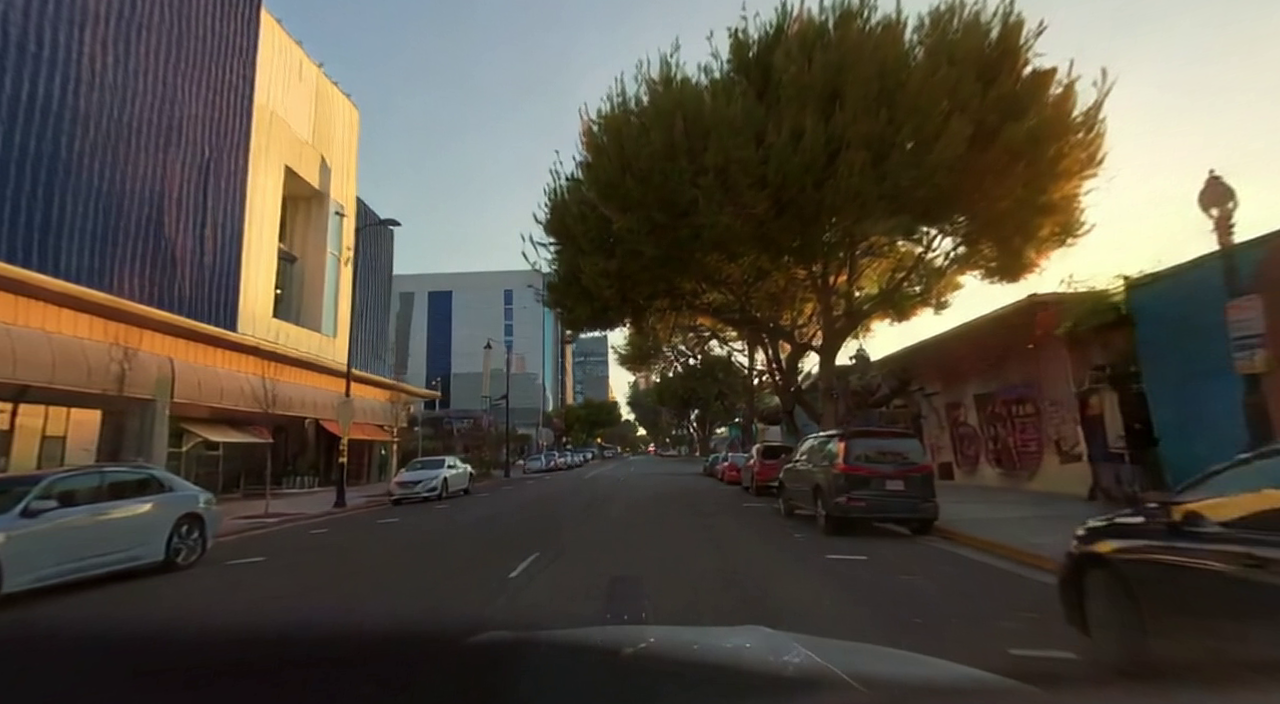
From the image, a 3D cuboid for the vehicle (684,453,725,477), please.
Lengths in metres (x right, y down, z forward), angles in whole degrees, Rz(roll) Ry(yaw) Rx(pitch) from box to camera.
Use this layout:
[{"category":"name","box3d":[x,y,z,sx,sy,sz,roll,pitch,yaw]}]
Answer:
[{"category":"vehicle","box3d":[4.248,7.475,41.916,2.081,1.463,4.263,0,-8,-3]}]

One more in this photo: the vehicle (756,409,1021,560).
[{"category":"vehicle","box3d":[3.839,2.169,11.176,2.390,2.005,5.276,0,-8,-2]}]

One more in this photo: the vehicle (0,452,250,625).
[{"category":"vehicle","box3d":[-7.019,1.967,6.957,2.182,1.522,4.946,-2,-8,2]}]

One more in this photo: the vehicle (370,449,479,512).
[{"category":"vehicle","box3d":[-7.079,4.226,21.452,1.996,1.770,5.518,-2,-8,-2]}]

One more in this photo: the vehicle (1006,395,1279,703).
[{"category":"vehicle","box3d":[3.896,0.985,2.607,2.008,1.644,4.476,0,-8,-1]}]

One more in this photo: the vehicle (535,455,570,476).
[{"category":"vehicle","box3d":[-6.768,8.834,49.244,1.887,1.503,4.604,-1,-8,2]}]
